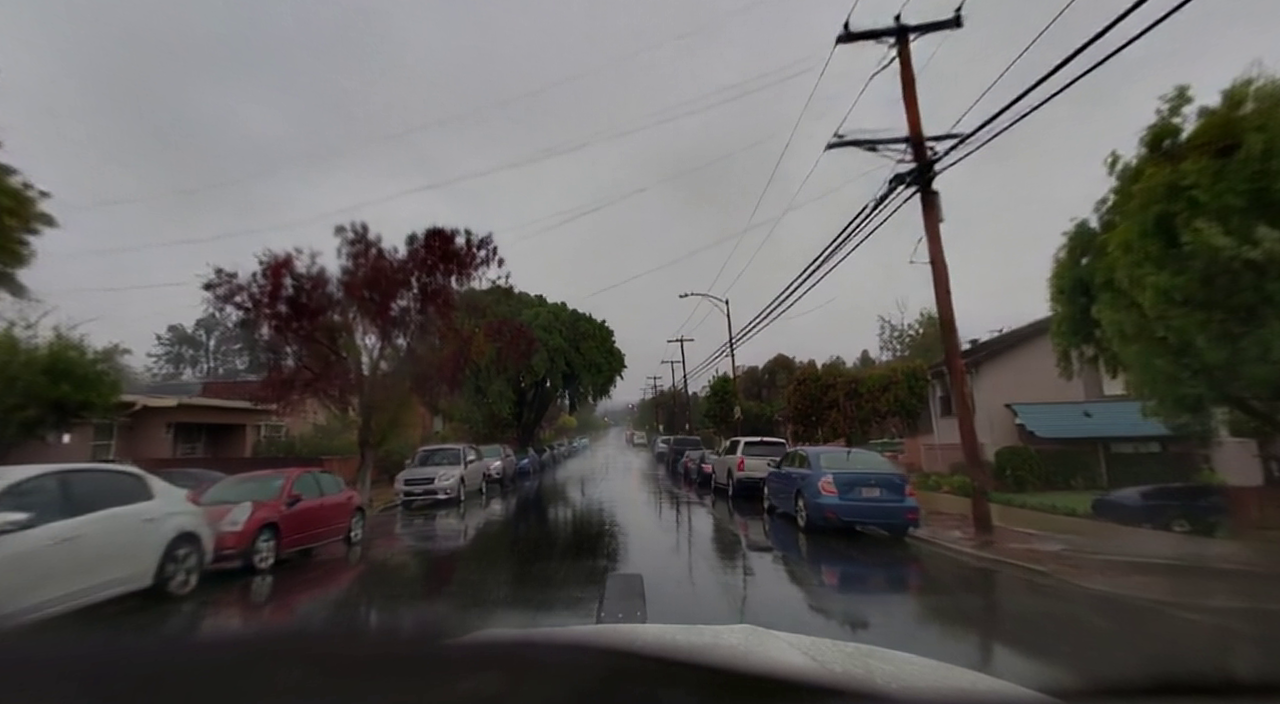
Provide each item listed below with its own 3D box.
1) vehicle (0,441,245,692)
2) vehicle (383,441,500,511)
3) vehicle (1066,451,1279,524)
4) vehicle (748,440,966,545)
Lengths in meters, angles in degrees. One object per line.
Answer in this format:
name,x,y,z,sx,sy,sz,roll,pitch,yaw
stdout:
vehicle,-5.468,1.578,4.957,2.032,1.716,4.382,0,-8,-3
vehicle,-6.261,3.935,20.812,2.184,1.958,5.757,0,-8,-2
vehicle,12.010,2.881,13.682,4.292,1.389,1.771,0,-8,-2
vehicle,3.606,2.427,11.732,2.174,1.504,4.809,0,-8,-2
